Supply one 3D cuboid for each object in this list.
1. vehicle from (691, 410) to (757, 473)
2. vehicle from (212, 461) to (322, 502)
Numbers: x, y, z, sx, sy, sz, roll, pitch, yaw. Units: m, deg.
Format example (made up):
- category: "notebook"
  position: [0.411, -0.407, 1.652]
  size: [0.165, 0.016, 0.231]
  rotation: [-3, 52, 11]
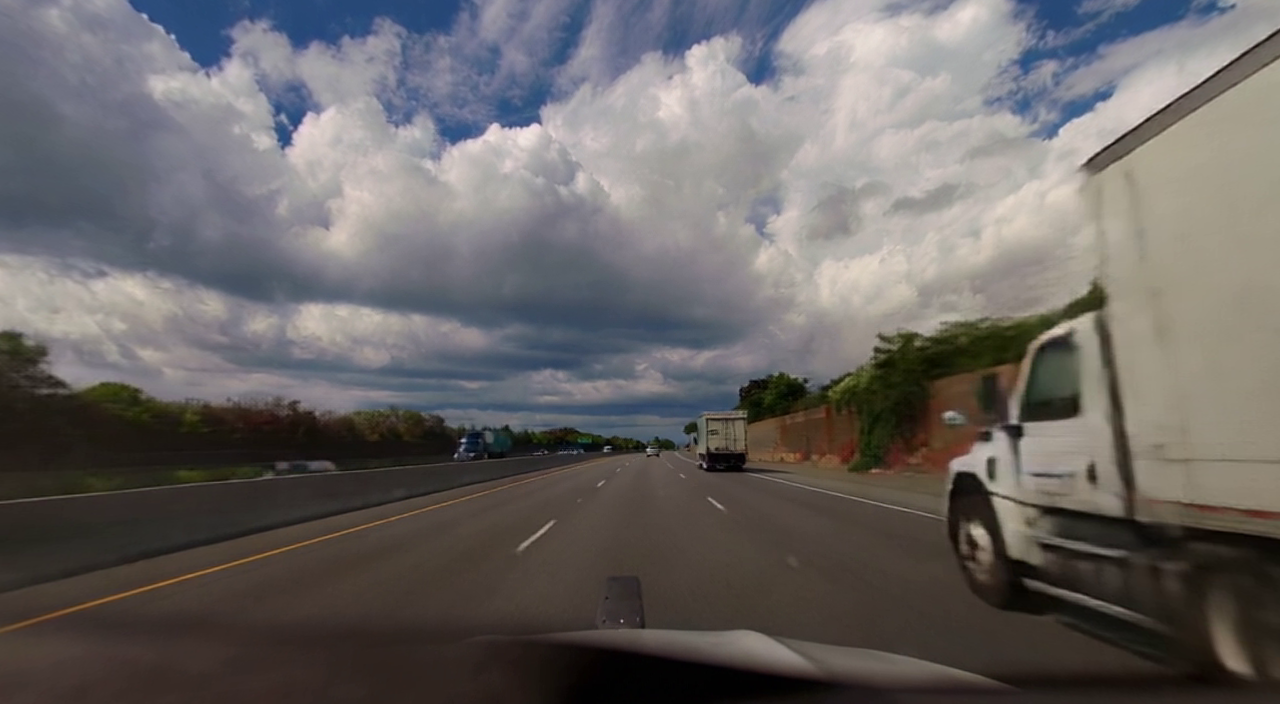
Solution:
- category: "vehicle"
  position: [4.786, 5.368, 37.431]
  size: [2.771, 3.313, 8.121]
  rotation: [0, -9, 0]
- category: "vehicle"
  position: [-15.119, 5.248, 25.895]
  size: [1.792, 1.467, 4.397]
  rotation: [0, -9, 0]
